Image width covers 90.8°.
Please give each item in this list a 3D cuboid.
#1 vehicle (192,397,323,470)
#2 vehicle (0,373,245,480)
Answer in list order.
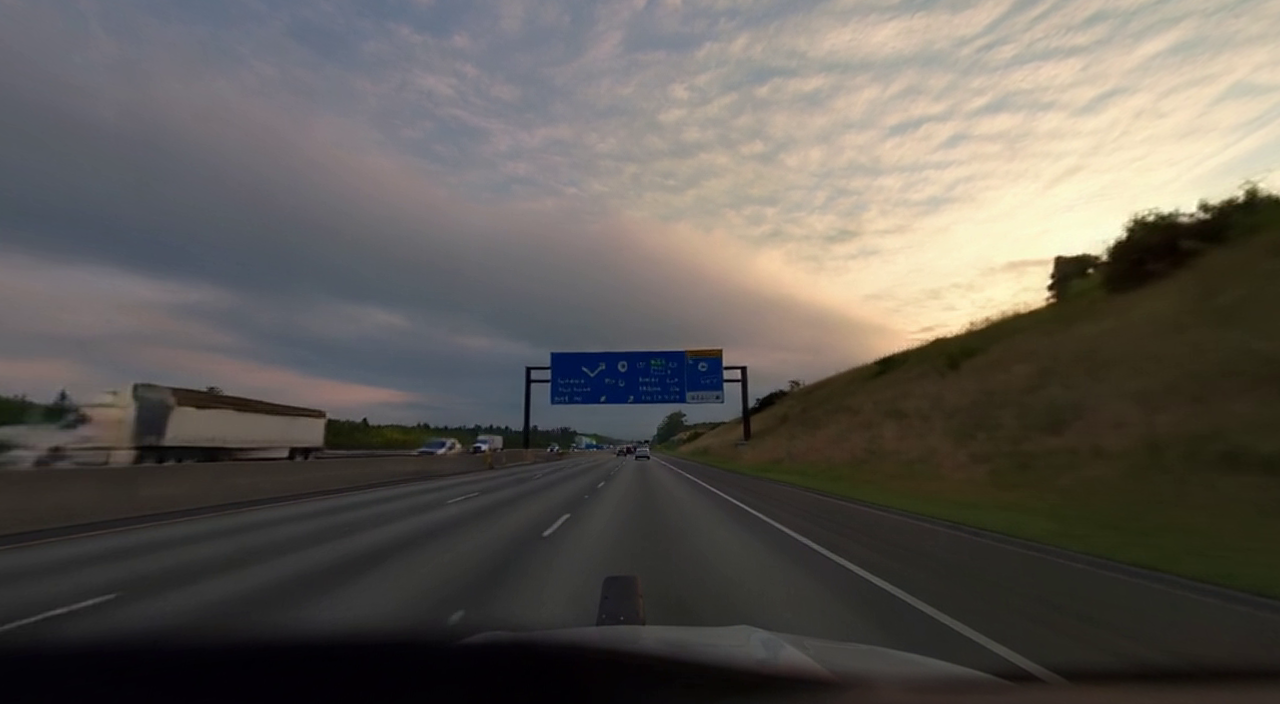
[{"bbox_3d":[-22.855,5.068,38.420,2.821,3.954,8.123,0,-9,0],"label":"vehicle"},{"bbox_3d":[-22.794,3.546,28.730,3.004,3.989,10.208,0,-9,0],"label":"vehicle"}]
